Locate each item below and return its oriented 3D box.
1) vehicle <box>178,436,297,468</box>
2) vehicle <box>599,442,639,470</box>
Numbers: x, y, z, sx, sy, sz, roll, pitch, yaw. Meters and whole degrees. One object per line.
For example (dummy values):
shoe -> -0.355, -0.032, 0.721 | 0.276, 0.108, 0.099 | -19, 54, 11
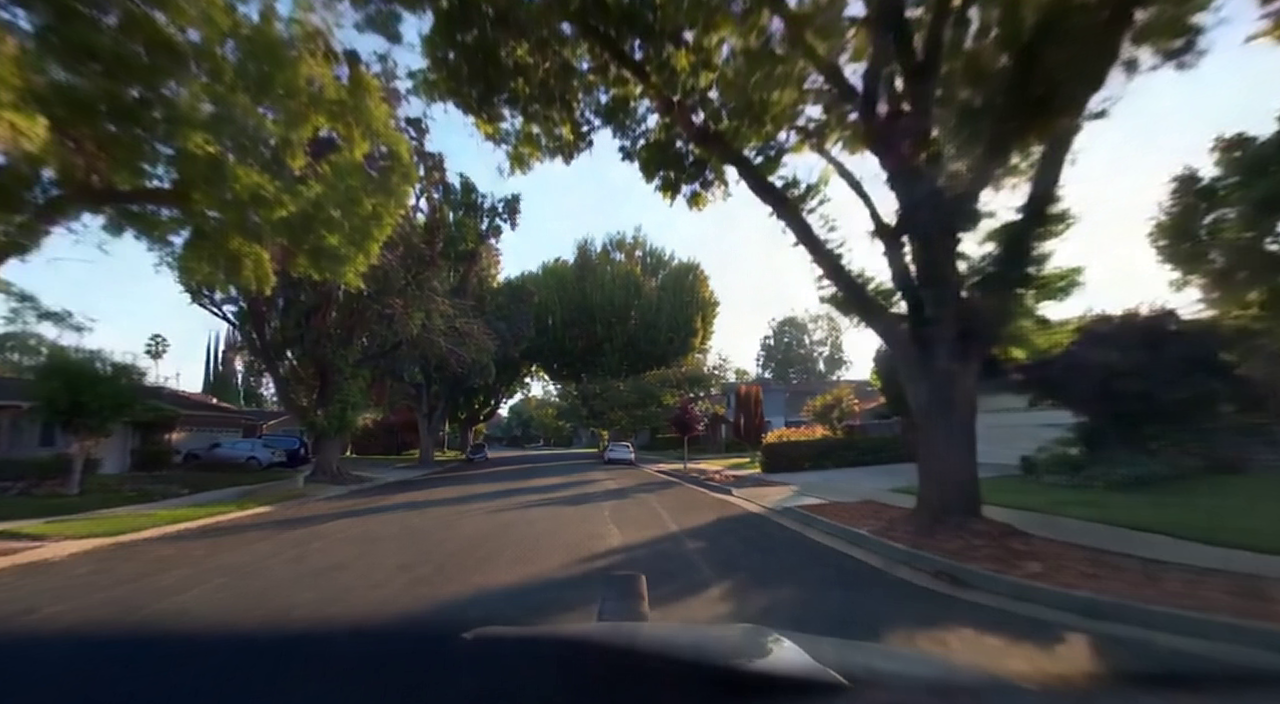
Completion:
vehicle -> -19.265, 4.816, 30.184 | 4.344, 1.483, 1.928 | 0, -9, -1
vehicle -> -1.283, 6.023, 36.656 | 2.088, 1.429, 4.796 | 1, -8, -5
